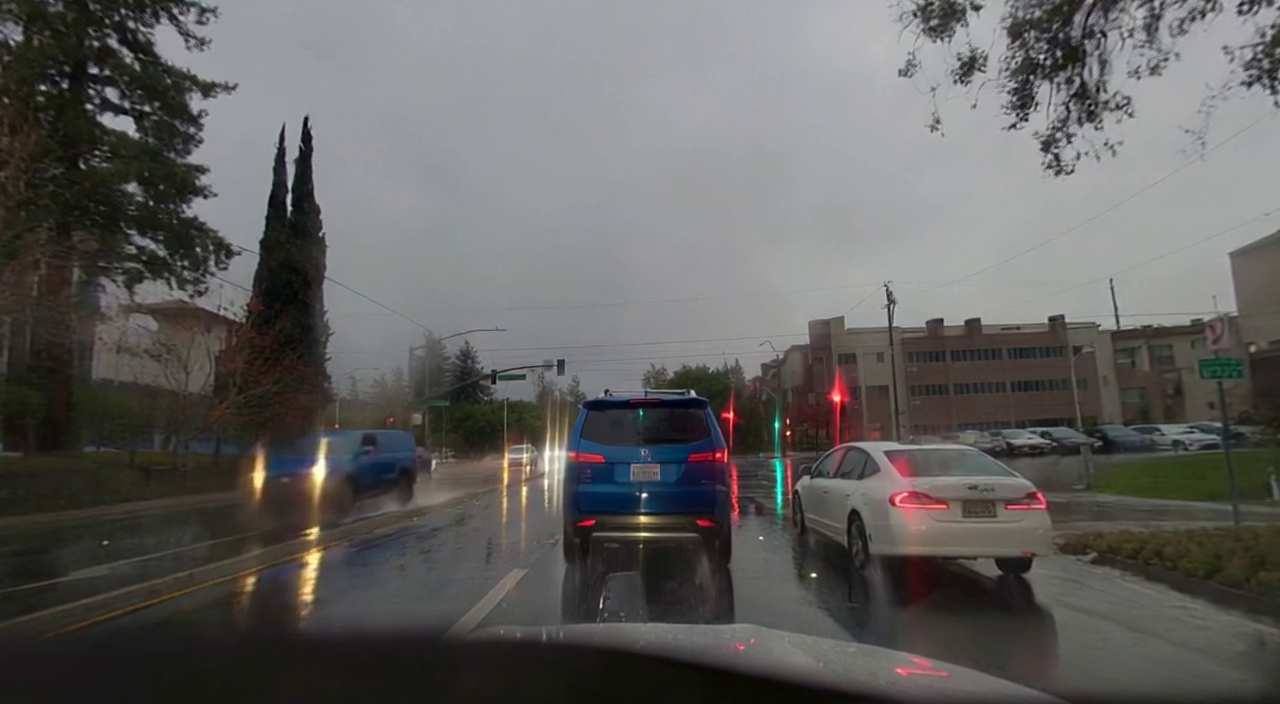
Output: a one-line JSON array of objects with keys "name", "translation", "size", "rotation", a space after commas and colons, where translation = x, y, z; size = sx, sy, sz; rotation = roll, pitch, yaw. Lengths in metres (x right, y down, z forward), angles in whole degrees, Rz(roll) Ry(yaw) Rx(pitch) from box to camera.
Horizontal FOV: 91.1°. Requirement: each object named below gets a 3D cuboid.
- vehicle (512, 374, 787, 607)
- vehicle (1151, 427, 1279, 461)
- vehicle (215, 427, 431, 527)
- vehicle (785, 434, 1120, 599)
[{"name": "vehicle", "translation": [0.036, 1.469, 7.456], "size": [2.296, 1.947, 4.168], "rotation": [0, -9, -1]}, {"name": "vehicle", "translation": [25.946, 4.116, 28.142], "size": [4.420, 1.469, 1.807], "rotation": [0, -8, 1]}, {"name": "vehicle", "translation": [-6.380, 2.562, 13.479], "size": [2.153, 1.728, 4.753], "rotation": [0, -9, 0]}, {"name": "vehicle", "translation": [3.374, 1.832, 7.988], "size": [1.900, 1.478, 4.425], "rotation": [0, -9, -1]}]
